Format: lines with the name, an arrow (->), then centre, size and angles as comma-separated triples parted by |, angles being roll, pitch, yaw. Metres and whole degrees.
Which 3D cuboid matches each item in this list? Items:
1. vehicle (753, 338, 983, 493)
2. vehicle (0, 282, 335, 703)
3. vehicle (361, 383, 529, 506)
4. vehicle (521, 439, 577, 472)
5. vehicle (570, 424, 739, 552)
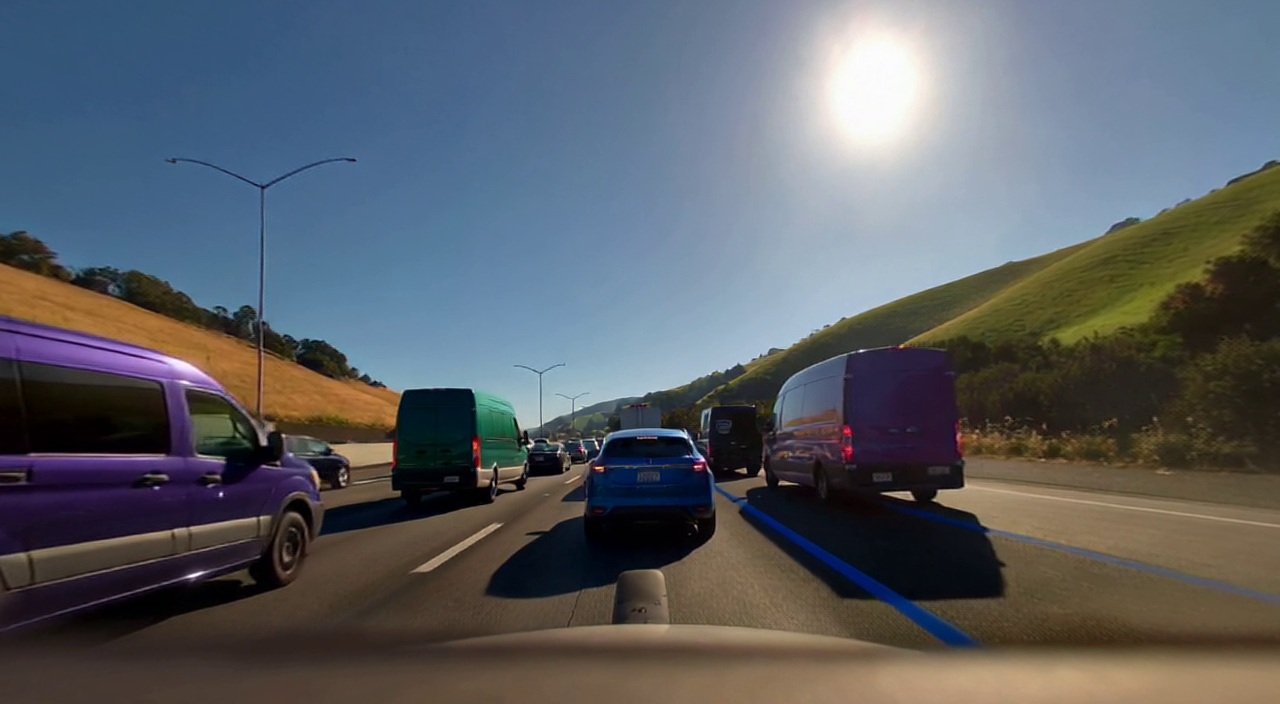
vehicle -> 6.736, 2.382, 21.485 | 2.977, 3.878, 11.111 | 0, -8, -4
vehicle -> -4.252, 0.795, 3.649 | 2.195, 2.086, 5.445 | 0, -8, 0
vehicle -> -4.530, 2.324, 15.942 | 2.300, 2.522, 5.701 | -1, -8, 1
vehicle -> -4.302, 4.958, 30.449 | 2.007, 1.457, 4.447 | 0, -8, 1
vehicle -> 0.126, 1.914, 9.532 | 2.003, 1.499, 3.930 | 0, -8, -1
